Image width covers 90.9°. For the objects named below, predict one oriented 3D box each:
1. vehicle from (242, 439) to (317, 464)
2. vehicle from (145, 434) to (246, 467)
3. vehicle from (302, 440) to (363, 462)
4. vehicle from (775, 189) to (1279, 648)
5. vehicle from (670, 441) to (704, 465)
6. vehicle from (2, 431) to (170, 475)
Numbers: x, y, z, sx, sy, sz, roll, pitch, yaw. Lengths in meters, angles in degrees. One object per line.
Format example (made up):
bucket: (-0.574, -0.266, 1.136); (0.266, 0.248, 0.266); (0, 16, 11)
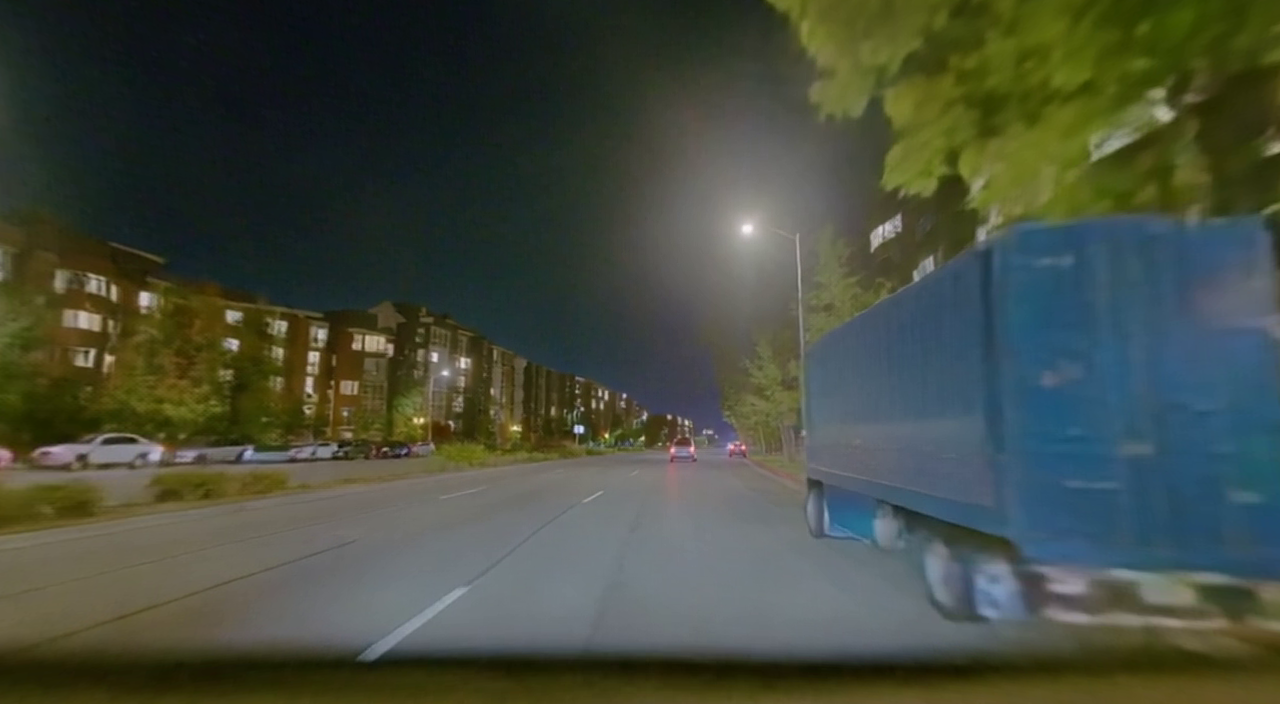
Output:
vehicle: (-22.936, 6.345, 40.299); (1.900, 1.489, 4.361); (-1, -8, 5)
vehicle: (-23.682, 5.266, 33.835); (2.008, 1.668, 4.379); (-1, -8, 4)
vehicle: (-22.484, 7.238, 46.231); (1.772, 1.447, 4.582); (-1, -8, 6)
vehicle: (4.111, 1.012, 8.747); (2.945, 3.277, 8.473); (0, -8, 3)
vehicle: (2.839, 6.028, 37.853); (1.871, 1.370, 4.206); (-1, -8, 5)
vehicle: (-24.235, 4.440, 27.980); (2.242, 1.693, 5.560); (-2, -9, 4)
